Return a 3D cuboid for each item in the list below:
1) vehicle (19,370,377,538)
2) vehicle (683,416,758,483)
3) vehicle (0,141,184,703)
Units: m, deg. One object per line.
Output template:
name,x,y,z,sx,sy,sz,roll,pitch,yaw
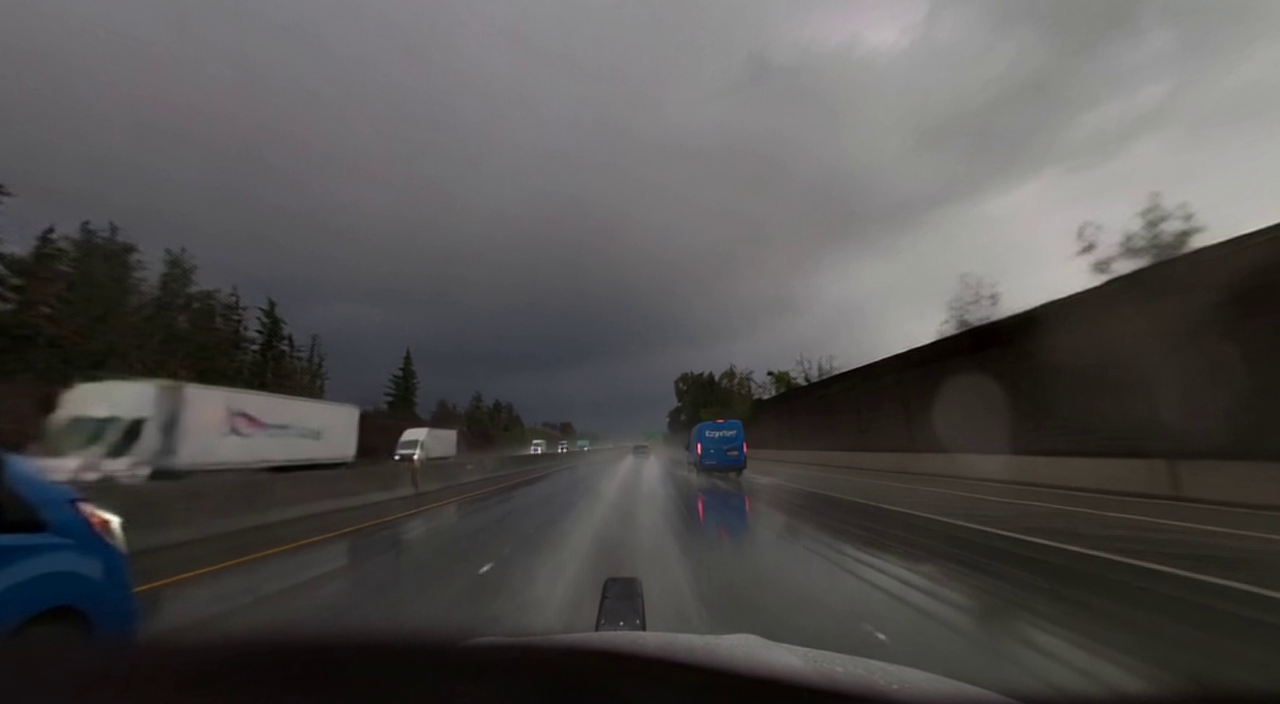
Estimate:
vehicle,-16.718,4.284,27.313,3.415,5.033,16.486,0,-9,1
vehicle,3.303,4.214,27.273,2.373,2.561,5.922,0,-9,-1
vehicle,-3.740,0.092,0.158,2.409,2.523,6.275,0,-9,1
